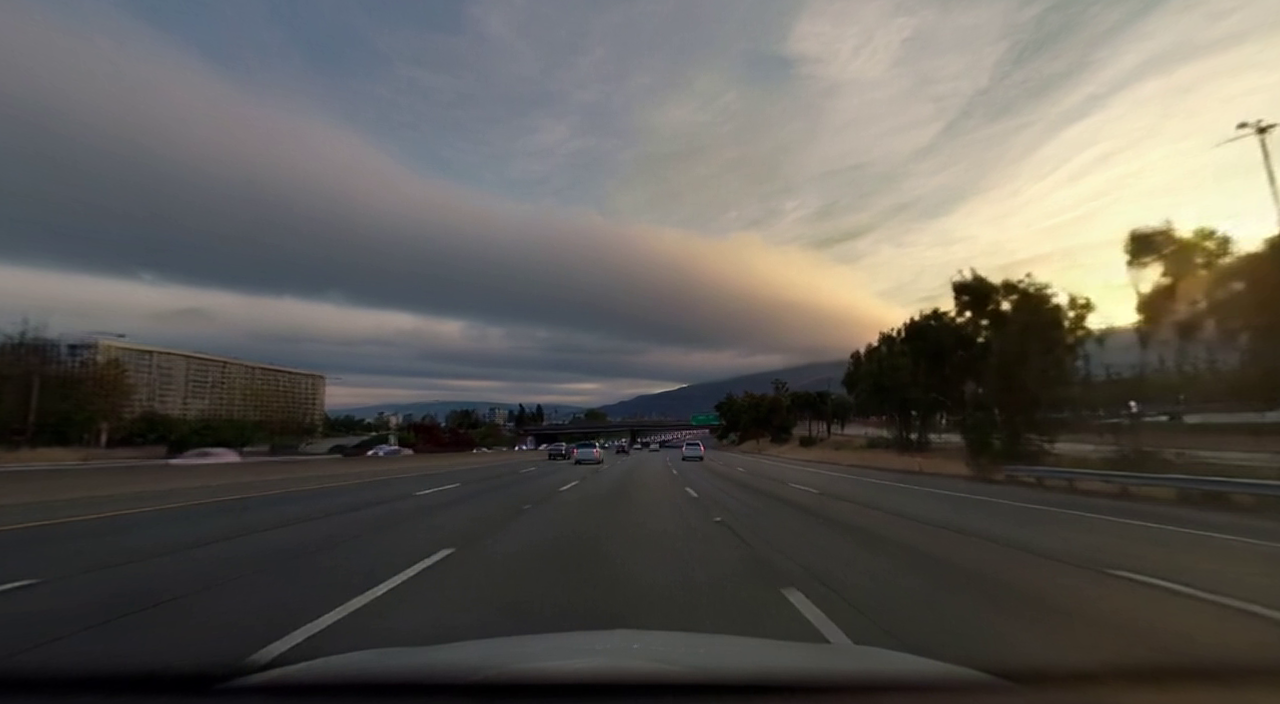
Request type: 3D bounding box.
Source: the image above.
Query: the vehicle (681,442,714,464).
[{"bbox_3d":[4.067,7.169,45.107,1.967,1.475,4.080,0,-8,0],"label":"vehicle"}]

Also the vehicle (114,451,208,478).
[{"bbox_3d":[-26.977,6.320,35.794,1.772,1.422,4.404,0,-8,1],"label":"vehicle"}]

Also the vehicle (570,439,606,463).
[{"bbox_3d":[-3.740,7.243,46.288,2.179,1.693,4.204,0,-8,2],"label":"vehicle"}]
